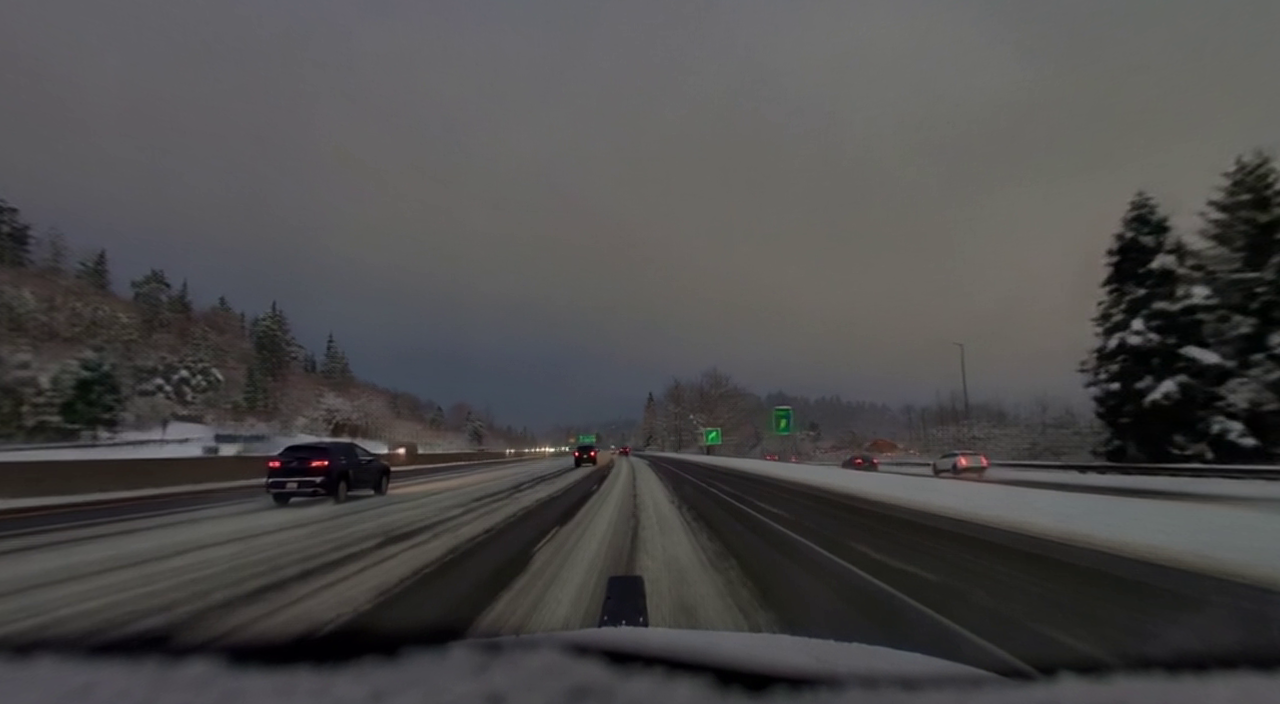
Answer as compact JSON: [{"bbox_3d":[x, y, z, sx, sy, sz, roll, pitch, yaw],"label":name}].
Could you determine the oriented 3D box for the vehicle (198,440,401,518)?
[{"bbox_3d":[-7.419,2.786,14.451,2.038,1.463,4.656,0,-8,0],"label":"vehicle"}]

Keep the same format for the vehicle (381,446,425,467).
[{"bbox_3d":[-17.340,7.643,46.312,1.812,1.447,3.802,0,-8,-1],"label":"vehicle"}]

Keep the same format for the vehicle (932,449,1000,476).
[{"bbox_3d":[19.457,6.611,37.844,1.950,1.462,4.391,-1,-8,4],"label":"vehicle"}]

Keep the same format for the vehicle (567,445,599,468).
[{"bbox_3d":[-3.966,7.316,44.351,1.936,1.465,4.060,0,-8,-1],"label":"vehicle"}]

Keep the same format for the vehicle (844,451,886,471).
[{"bbox_3d":[17.679,8.564,49.731,2.005,1.478,4.056,-1,-8,3],"label":"vehicle"}]
